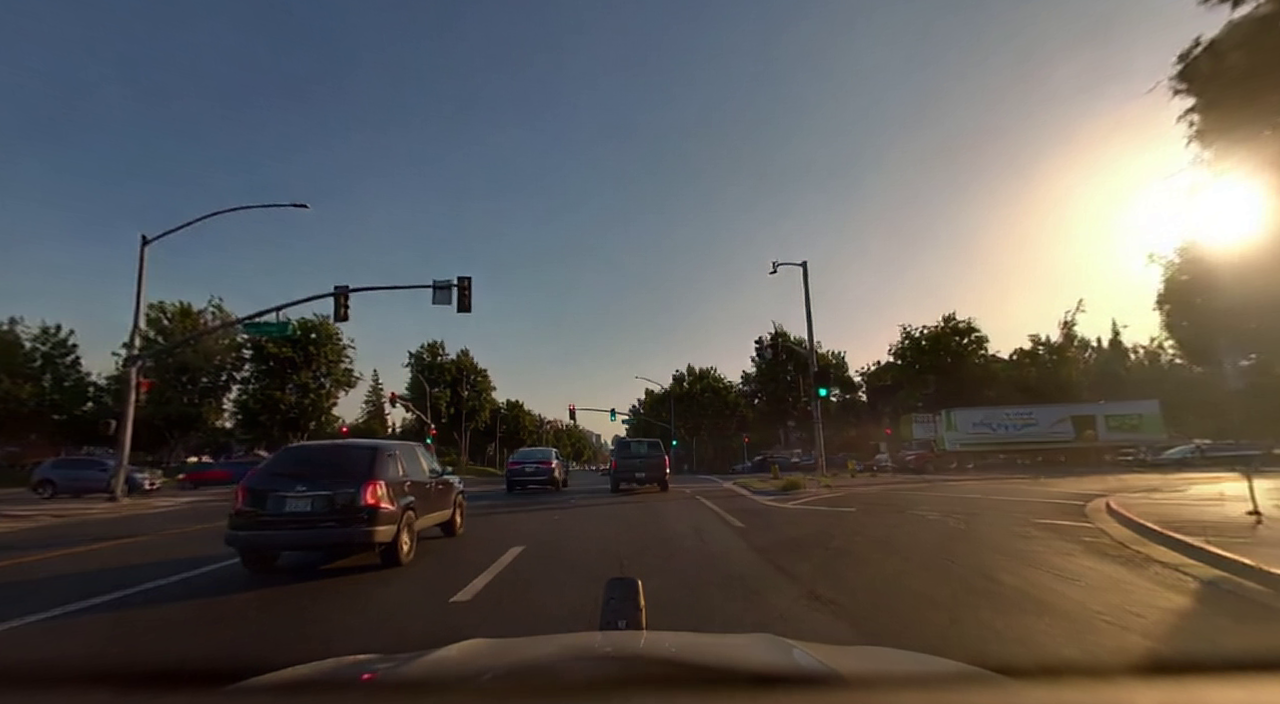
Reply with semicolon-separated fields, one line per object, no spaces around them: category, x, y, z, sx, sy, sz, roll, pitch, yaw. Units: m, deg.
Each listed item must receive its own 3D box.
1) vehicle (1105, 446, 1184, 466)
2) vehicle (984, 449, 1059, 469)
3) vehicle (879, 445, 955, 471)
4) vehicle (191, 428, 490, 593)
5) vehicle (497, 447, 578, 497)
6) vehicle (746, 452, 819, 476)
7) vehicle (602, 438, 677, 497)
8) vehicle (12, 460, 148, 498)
vehicle;37.789;7.760;47.231;4.525;1.468;1.839;1;-8;-6
vehicle;28.650;8.055;47.358;4.365;1.448;1.928;0;-8;0
vehicle;20.690;7.971;47.159;4.585;1.681;2.140;-2;-10;-1
vehicle;-3.232;1.745;7.731;1.960;1.528;3.490;0;-8;-1
vehicle;-3.324;3.976;21.296;2.013;1.474;4.393;0;-8;0
vehicle;10.540;8.329;46.866;4.875;1.473;2.077;-2;-12;-2
vehicle;-0.010;3.625;20.198;2.163;1.678;3.846;0;-8;0
vehicle;-27.179;6.148;30.701;4.623;1.710;2.034;0;-8;1
